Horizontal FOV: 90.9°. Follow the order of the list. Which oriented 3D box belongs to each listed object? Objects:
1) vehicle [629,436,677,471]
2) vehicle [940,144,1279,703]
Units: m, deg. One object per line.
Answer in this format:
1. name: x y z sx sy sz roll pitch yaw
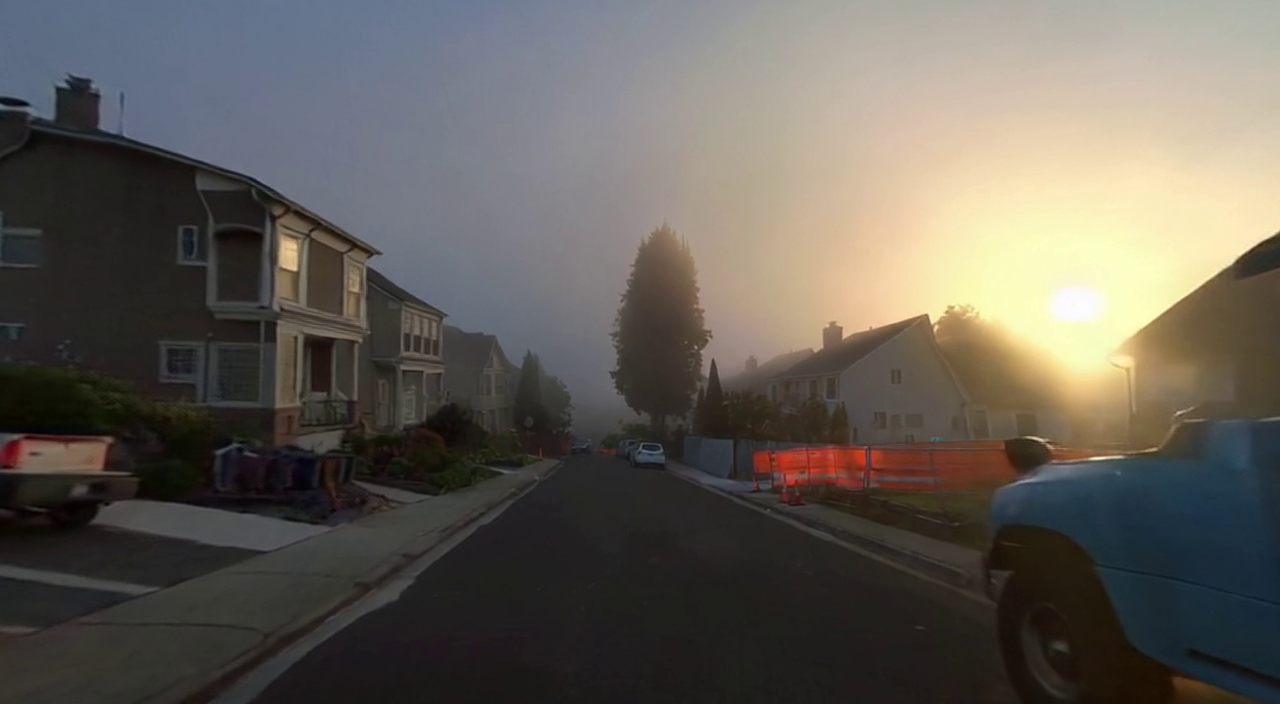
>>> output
1. vehicle: 0.622 5.402 33.835 2.066 1.739 4.234 1 -8 -6
2. vehicle: 3.336 0.699 3.575 1.758 2.572 2.706 8 -13 -6
